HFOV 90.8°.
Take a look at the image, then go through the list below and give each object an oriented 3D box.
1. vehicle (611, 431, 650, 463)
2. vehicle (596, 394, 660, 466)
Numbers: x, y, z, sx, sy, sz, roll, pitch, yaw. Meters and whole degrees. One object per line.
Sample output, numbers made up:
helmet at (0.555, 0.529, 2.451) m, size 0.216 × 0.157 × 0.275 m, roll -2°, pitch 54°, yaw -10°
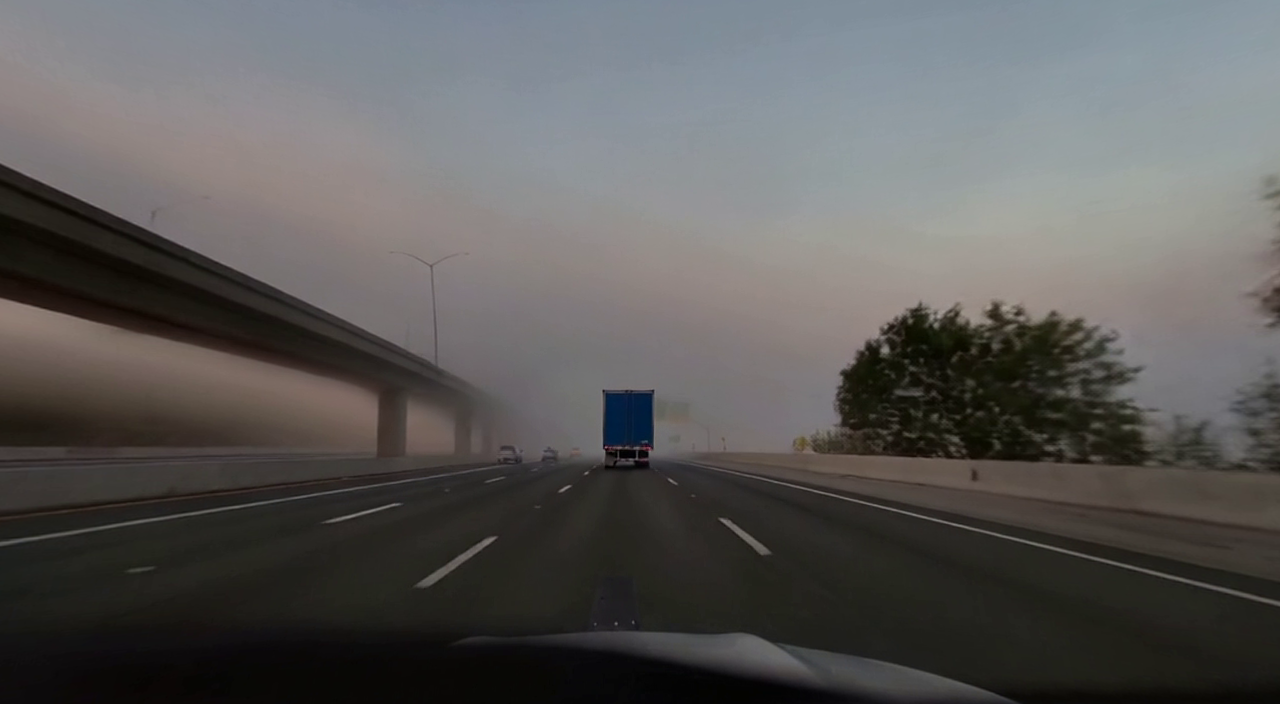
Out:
vehicle at (-0.546, 5.273, 35.234) m, size 2.052 × 1.666 × 4.358 m, roll 0°, pitch -8°, yaw -2°
vehicle at (-0.657, 4.847, 37.845) m, size 3.233 × 3.678 × 11.032 m, roll 1°, pitch -9°, yaw -1°
